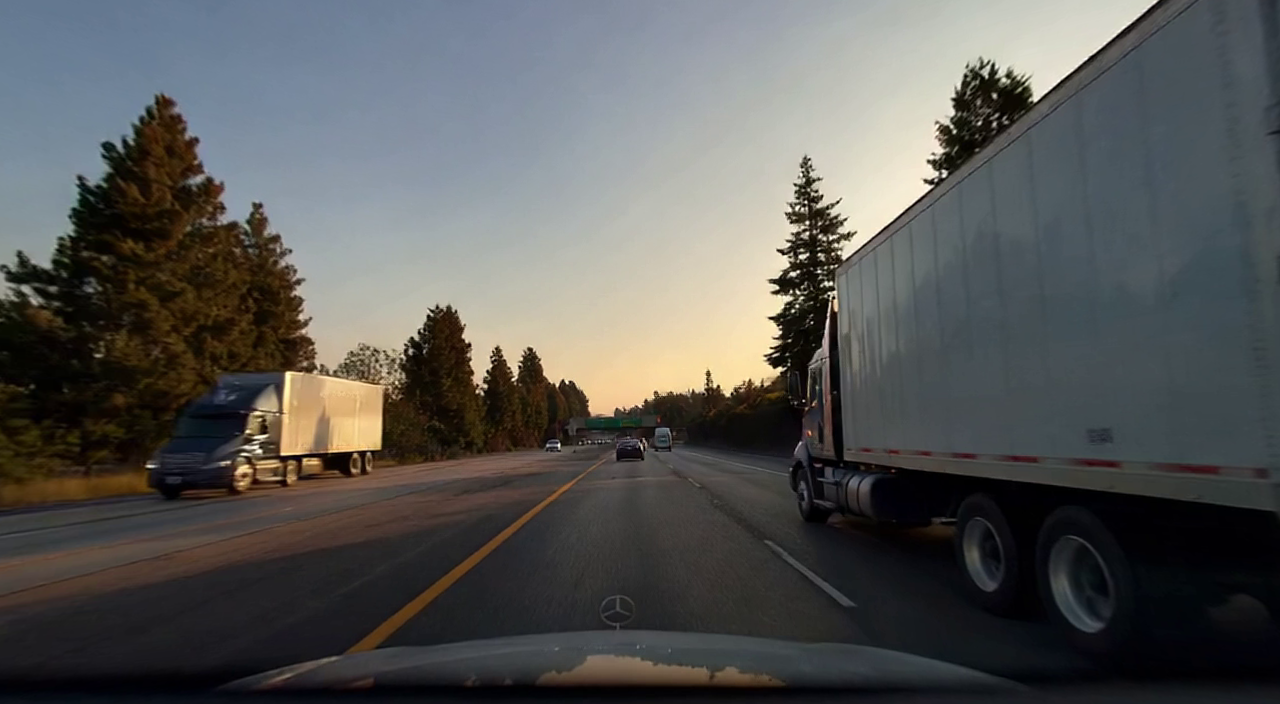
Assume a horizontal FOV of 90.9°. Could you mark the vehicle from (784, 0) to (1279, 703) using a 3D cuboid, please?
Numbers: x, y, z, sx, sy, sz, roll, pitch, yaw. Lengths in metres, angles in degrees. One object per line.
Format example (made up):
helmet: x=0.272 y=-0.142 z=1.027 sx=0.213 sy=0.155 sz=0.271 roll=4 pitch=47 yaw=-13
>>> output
vehicle: x=3.860 y=0.406 z=5.909 sx=2.921 sy=3.526 sz=8.207 roll=0 pitch=-8 yaw=-1

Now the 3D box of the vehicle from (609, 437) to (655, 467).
vehicle: x=-0.458 y=5.176 z=32.999 sx=2.259 sy=1.466 sz=3.693 roll=0 pitch=-8 yaw=-1

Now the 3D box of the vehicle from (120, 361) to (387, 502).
vehicle: x=-13.533 y=3.043 z=24.107 sx=3.190 sy=4.107 sz=11.334 roll=0 pitch=-8 yaw=-1
